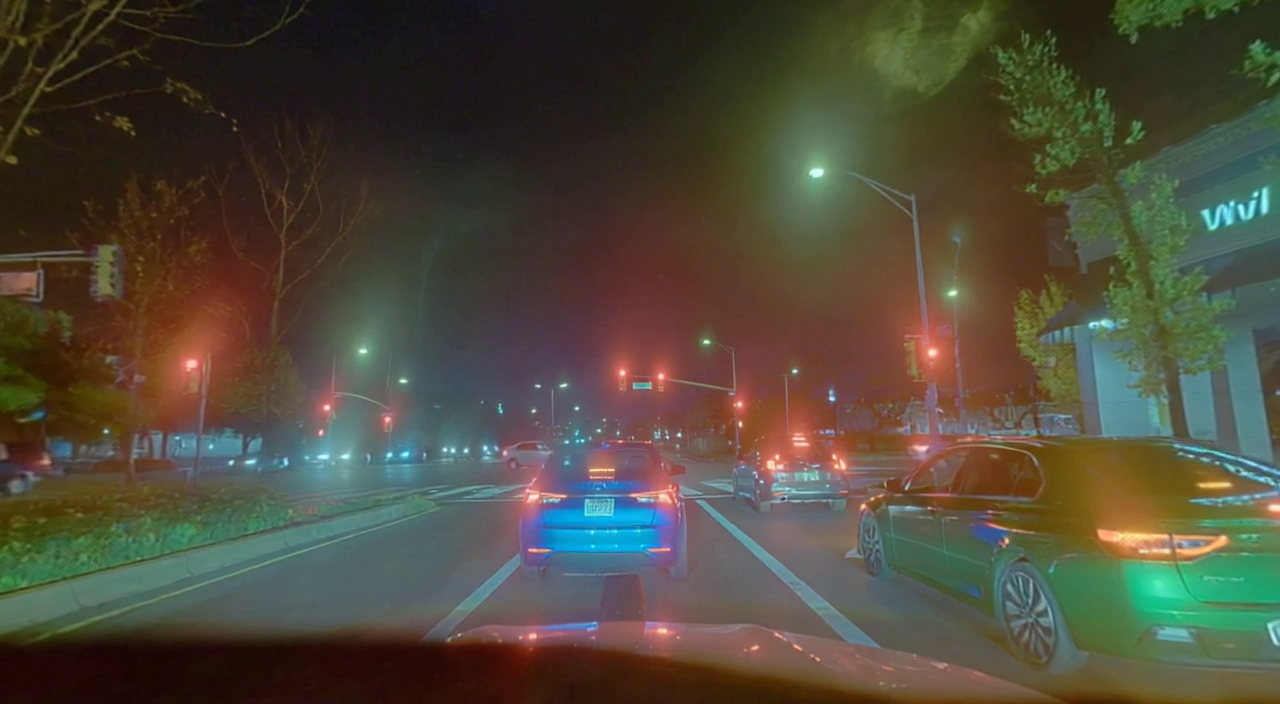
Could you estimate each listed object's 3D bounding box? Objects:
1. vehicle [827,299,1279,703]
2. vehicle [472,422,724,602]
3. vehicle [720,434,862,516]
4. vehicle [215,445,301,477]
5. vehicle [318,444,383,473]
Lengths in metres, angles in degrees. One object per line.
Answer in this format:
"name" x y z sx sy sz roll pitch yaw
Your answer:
"vehicle" 3.577 1.107 5.053 2.572 1.945 5.065 0 -8 0
"vehicle" -0.370 1.651 7.380 2.143 1.520 3.848 0 -8 0
"vehicle" 3.156 2.673 14.303 2.026 1.549 4.559 0 -8 -1
"vehicle" -21.648 6.168 36.042 1.935 1.701 4.590 0 -8 1
"vehicle" -17.918 6.565 39.327 1.976 1.667 4.274 0 -8 0
